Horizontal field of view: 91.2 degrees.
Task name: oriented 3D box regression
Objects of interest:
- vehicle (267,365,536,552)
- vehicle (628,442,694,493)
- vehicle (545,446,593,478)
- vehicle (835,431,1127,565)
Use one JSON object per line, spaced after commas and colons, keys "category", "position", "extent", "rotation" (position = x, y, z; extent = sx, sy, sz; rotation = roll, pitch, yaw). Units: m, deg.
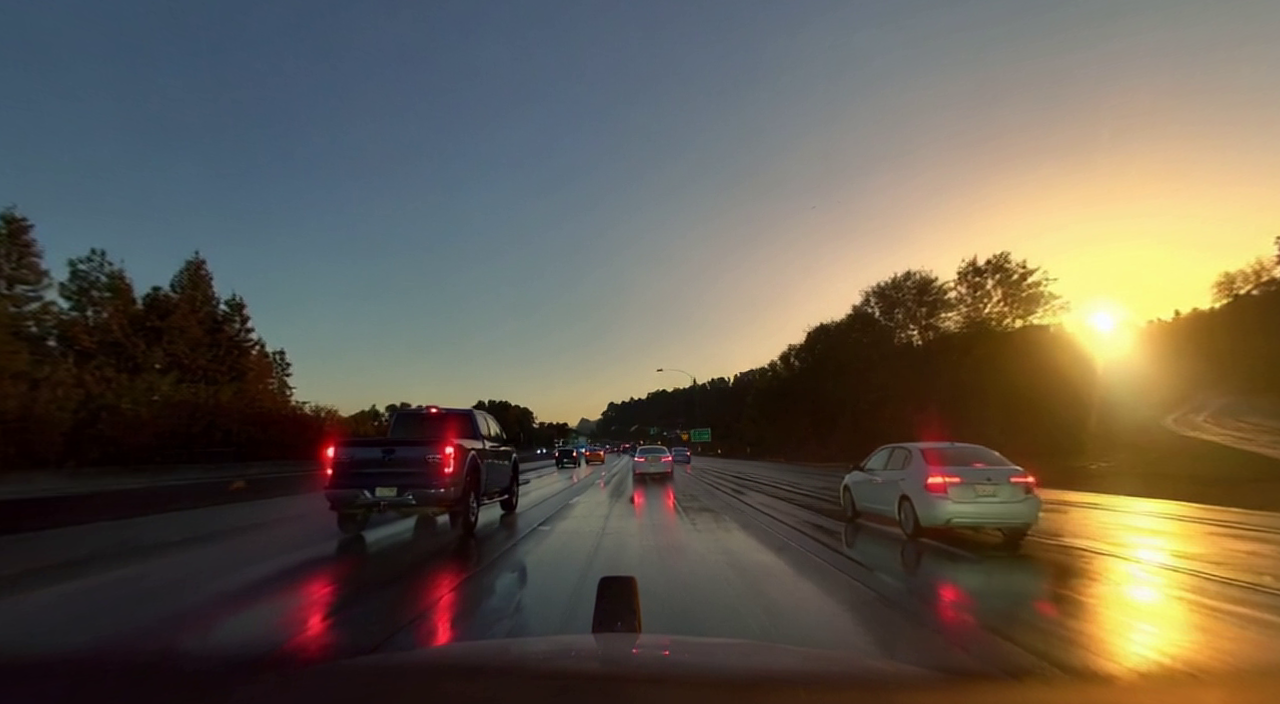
{"category": "vehicle", "position": [-3.655, 1.863, 11.382], "extent": [2.523, 2.458, 6.022], "rotation": [0, -9, 0]}
{"category": "vehicle", "position": [0.606, 3.855, 21.330], "extent": [2.015, 1.526, 4.286], "rotation": [0, -9, -1]}
{"category": "vehicle", "position": [-3.561, 5.580, 32.149], "extent": [1.940, 1.502, 4.463], "rotation": [0, -9, 0]}
{"category": "vehicle", "position": [4.533, 1.985, 9.228], "extent": [1.961, 1.491, 4.035], "rotation": [0, -9, -1]}
